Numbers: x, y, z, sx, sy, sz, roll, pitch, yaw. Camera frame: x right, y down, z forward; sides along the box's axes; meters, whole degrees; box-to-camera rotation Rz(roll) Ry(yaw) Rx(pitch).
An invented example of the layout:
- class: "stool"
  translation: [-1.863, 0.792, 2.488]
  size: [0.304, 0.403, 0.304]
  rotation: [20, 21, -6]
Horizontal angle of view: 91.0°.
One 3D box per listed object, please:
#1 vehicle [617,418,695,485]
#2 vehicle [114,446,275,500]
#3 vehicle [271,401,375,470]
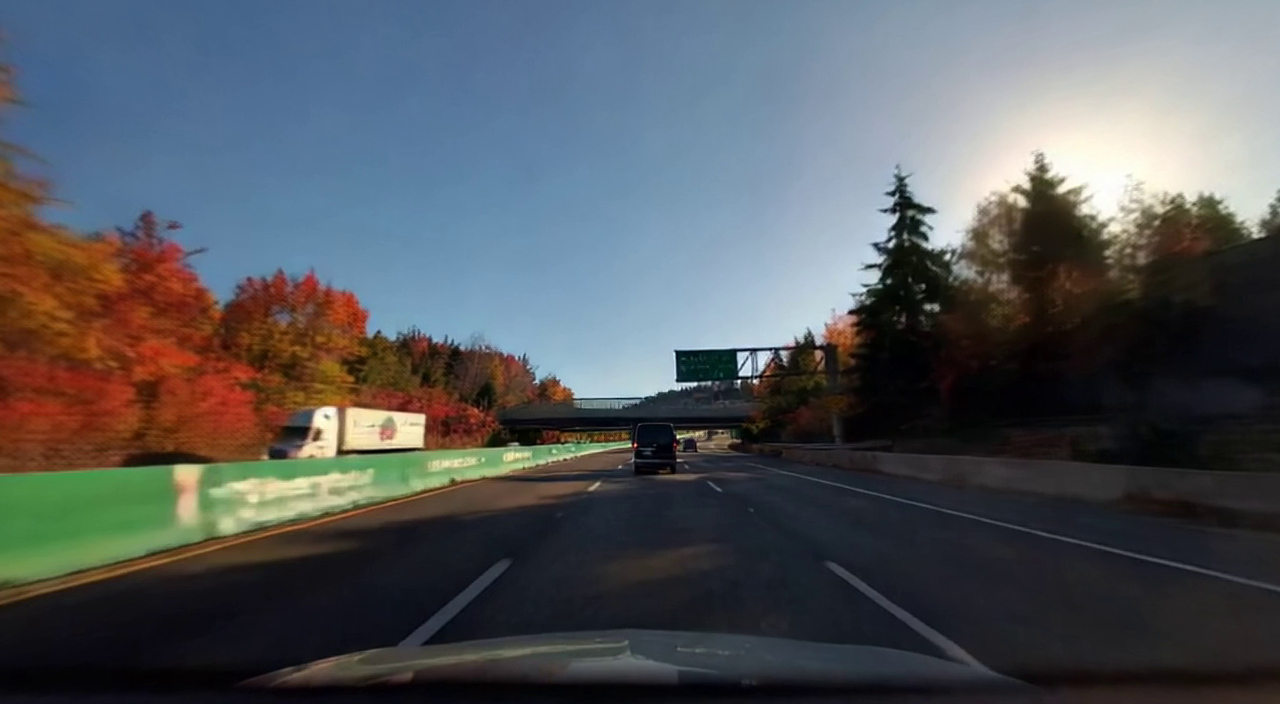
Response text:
- class: "vehicle"
  translation: [0.478, 3.241, 20.710]
  size: [2.283, 1.956, 4.421]
  rotation: [0, -8, 0]
- class: "vehicle"
  translation: [-14.794, 4.001, 21.322]
  size: [1.960, 1.565, 4.781]
  rotation: [0, -8, 0]
- class: "vehicle"
  translation: [-20.430, 5.507, 41.093]
  size: [2.976, 4.117, 6.443]
  rotation: [0, -8, 3]
